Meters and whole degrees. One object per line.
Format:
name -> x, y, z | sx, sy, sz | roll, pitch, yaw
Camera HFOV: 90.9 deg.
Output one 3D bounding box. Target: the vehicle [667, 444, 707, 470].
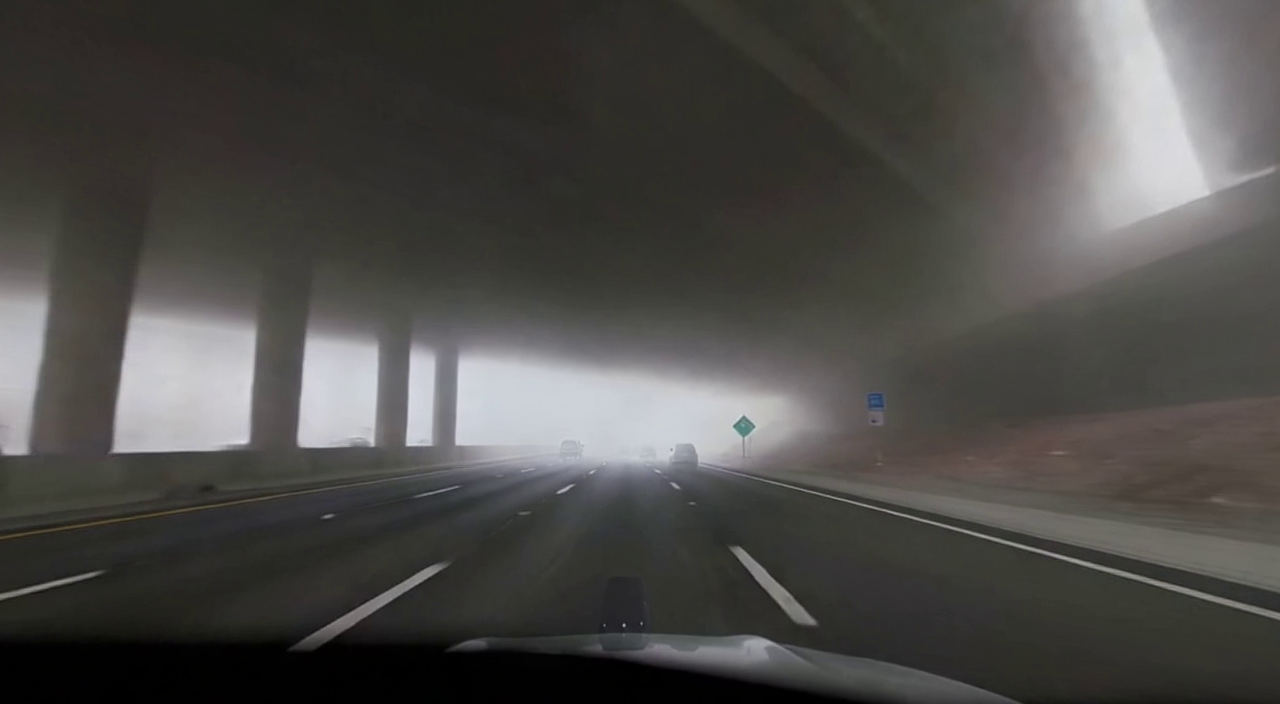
vehicle -> 2.855, 6.487, 39.370 | 2.059, 1.509, 4.670 | 0, -8, -1
